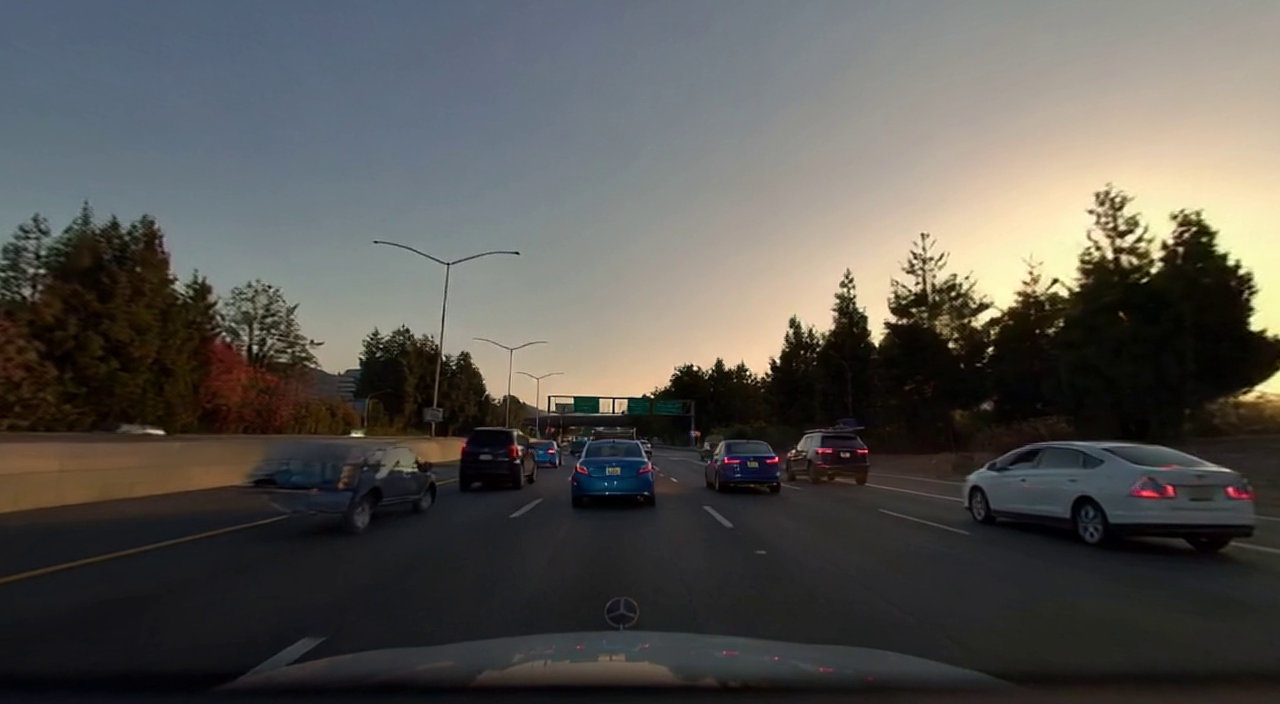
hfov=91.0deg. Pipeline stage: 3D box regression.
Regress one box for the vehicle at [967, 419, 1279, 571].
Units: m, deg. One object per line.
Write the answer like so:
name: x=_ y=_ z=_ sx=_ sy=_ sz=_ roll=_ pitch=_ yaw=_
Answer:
vehicle: x=7.196 y=1.931 z=9.293 sx=2.106 sy=1.641 sz=4.671 roll=1 pitch=-9 yaw=-2

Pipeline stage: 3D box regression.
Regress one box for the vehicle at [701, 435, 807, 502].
vehicle: x=2.855 y=3.045 z=16.820 sx=1.975 sy=1.532 sz=4.227 roll=1 pitch=-9 yaw=-1

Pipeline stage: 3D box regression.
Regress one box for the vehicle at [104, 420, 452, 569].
vehicle: x=-4.504 y=1.851 z=9.072 sx=1.971 sy=1.505 sz=5.035 roll=0 pitch=-9 yaw=1

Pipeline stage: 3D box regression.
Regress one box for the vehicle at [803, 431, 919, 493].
vehicle: x=6.851 y=3.458 z=20.132 sx=2.022 sy=1.735 sz=4.400 roll=1 pitch=-9 yaw=-1

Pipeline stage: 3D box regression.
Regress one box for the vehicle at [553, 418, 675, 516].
vehicle: x=-0.475 y=2.362 z=13.334 sx=2.181 sy=1.728 sz=3.970 roll=0 pitch=-9 yaw=0

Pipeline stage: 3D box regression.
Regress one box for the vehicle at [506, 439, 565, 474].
vehicle: x=-4.983 y=5.088 z=30.837 sx=2.071 sy=1.537 sz=4.912 roll=0 pitch=-9 yaw=0

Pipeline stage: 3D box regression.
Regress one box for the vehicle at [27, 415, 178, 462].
vehicle: x=-22.832 y=3.738 z=27.092 sx=2.132 sy=1.811 sz=4.901 roll=0 pitch=-9 yaw=-1
